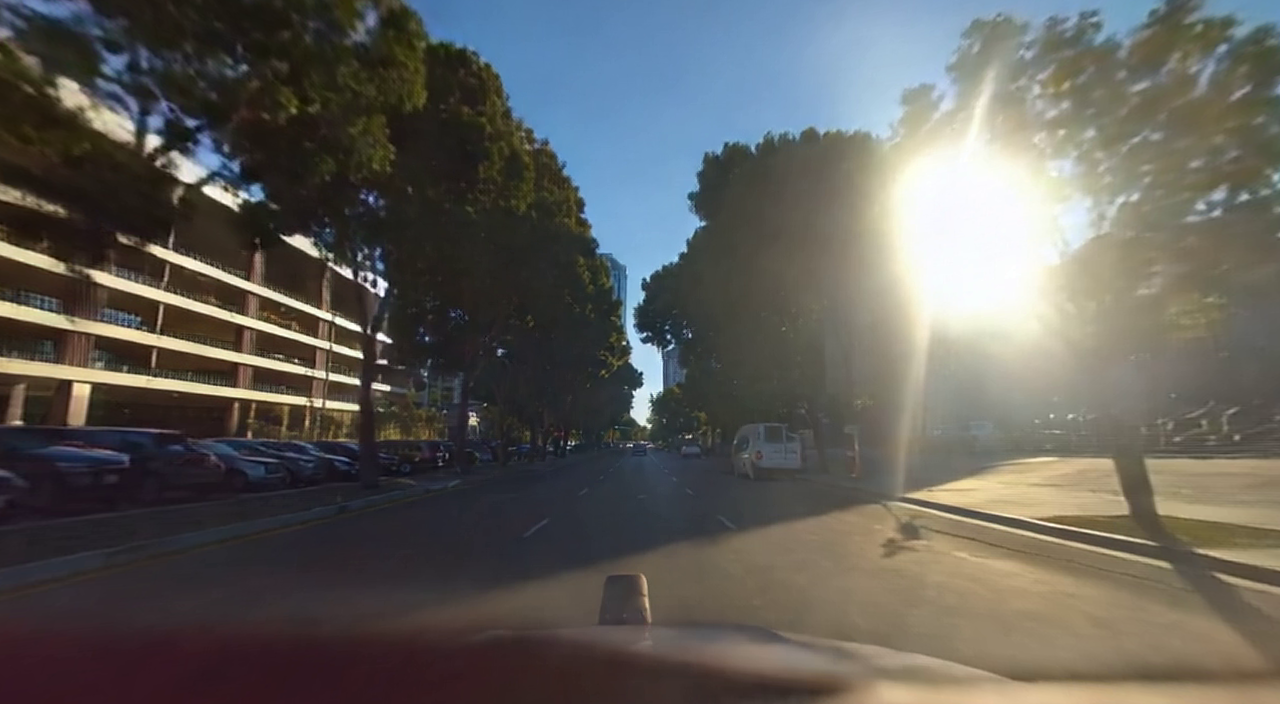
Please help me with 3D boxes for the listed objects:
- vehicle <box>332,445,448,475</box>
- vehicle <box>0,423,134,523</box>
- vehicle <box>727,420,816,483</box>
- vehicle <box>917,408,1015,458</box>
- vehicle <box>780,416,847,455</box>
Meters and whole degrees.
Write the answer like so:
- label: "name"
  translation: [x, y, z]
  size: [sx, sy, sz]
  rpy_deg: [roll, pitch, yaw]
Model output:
- label: "vehicle"
  translation: [-13.198, 5.723, 33.574]
  size: [5.269, 1.491, 2.133]
  rpy_deg: [-1, -8, 2]
- label: "vehicle"
  translation: [-13.282, 2.355, 12.556]
  size: [4.461, 1.791, 2.202]
  rpy_deg: [0, -8, 0]
- label: "vehicle"
  translation: [5.708, 4.458, 28.506]
  size: [2.596, 2.509, 6.178]
  rpy_deg: [0, -8, -1]
- label: "vehicle"
  translation: [18.938, 4.835, 37.087]
  size: [2.341, 2.648, 6.024]
  rpy_deg: [1, -8, -2]
- label: "vehicle"
  translation: [13.591, 6.691, 49.986]
  size: [3.046, 2.906, 7.271]
  rpy_deg: [0, -9, -1]
